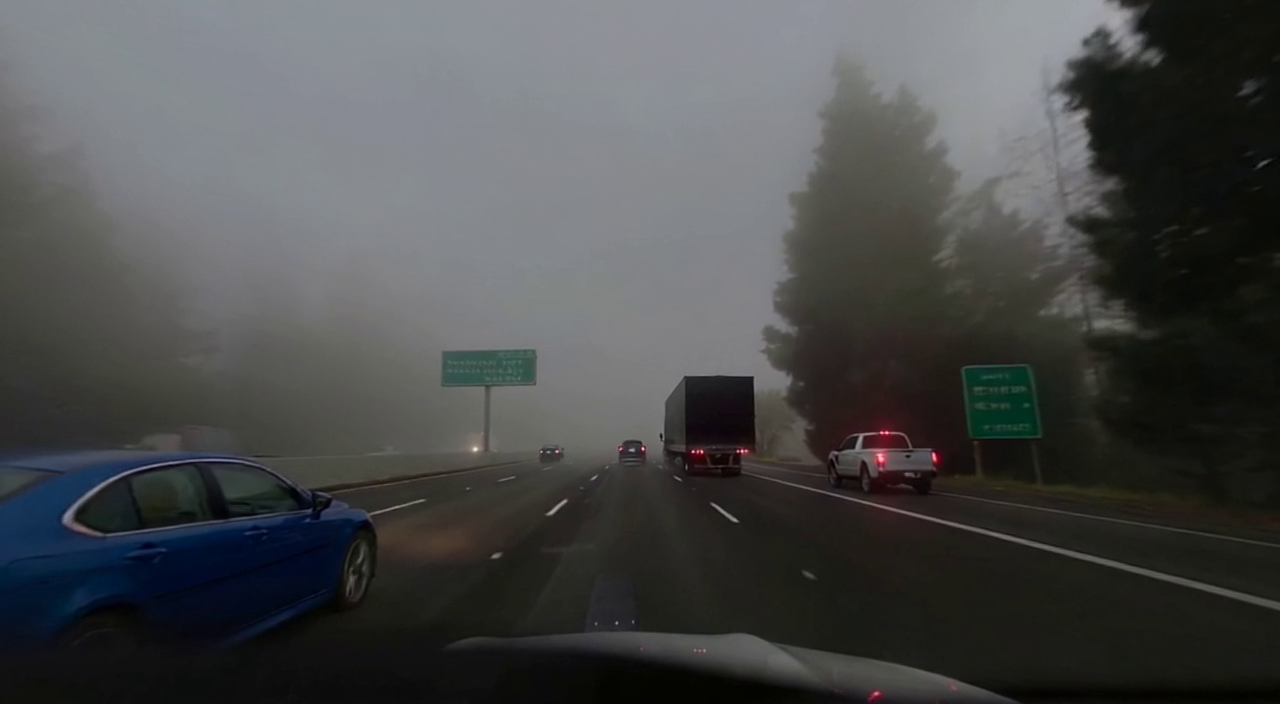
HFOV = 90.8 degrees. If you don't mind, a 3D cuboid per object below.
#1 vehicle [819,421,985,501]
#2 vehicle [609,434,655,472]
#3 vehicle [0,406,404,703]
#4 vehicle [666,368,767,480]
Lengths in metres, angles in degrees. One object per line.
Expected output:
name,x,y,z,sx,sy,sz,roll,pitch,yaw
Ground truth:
vehicle,6.762,2.917,17.208,2.106,1.795,5.489,0,-9,-1
vehicle,-0.421,5.213,32.694,2.203,1.805,4.358,0,-9,-1
vehicle,-3.090,1.098,3.435,1.864,1.406,4.544,0,-9,0
vehicle,3.120,3.772,30.771,2.876,4.086,15.117,0,-9,0
